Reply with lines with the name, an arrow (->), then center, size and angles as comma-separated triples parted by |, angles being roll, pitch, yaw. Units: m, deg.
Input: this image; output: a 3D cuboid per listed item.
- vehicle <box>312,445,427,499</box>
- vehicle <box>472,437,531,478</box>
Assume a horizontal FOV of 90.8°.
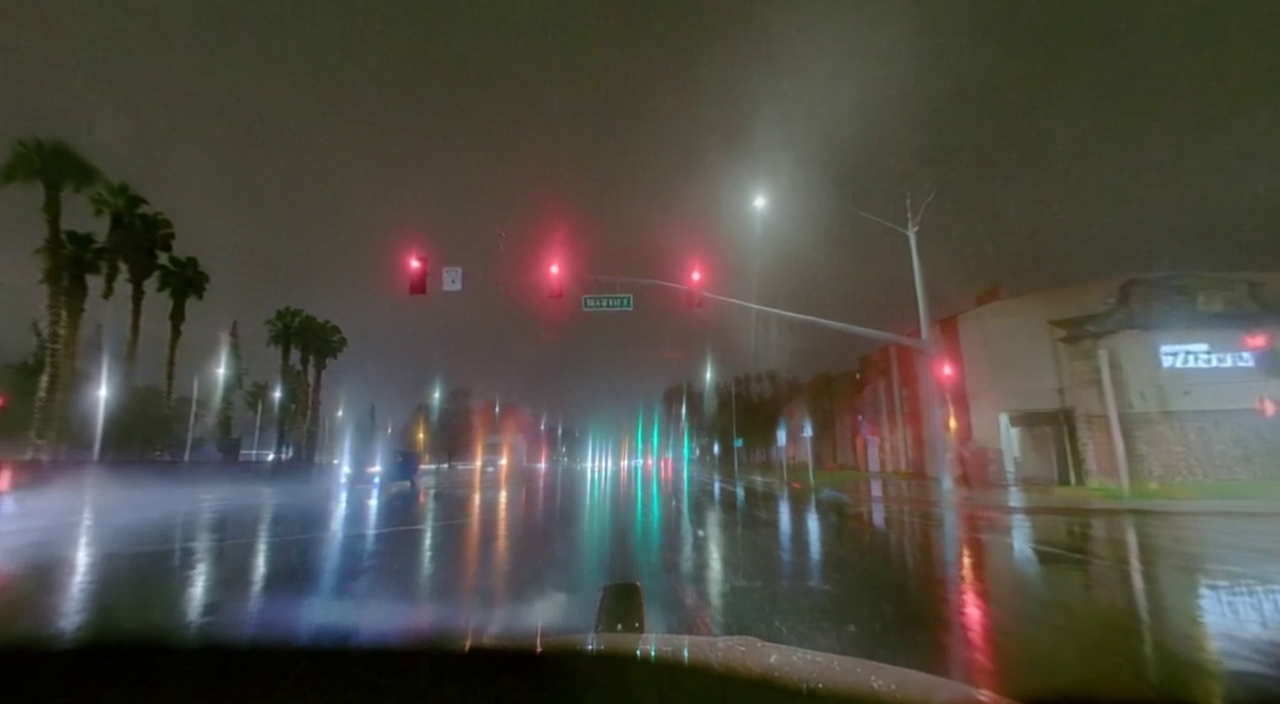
vehicle -> -9.354, 4.144, 22.346 | 2.074, 1.681, 4.417 | 0, -9, 1
vehicle -> -9.713, 7.465, 45.090 | 2.509, 2.712, 7.034 | 0, -9, 1
